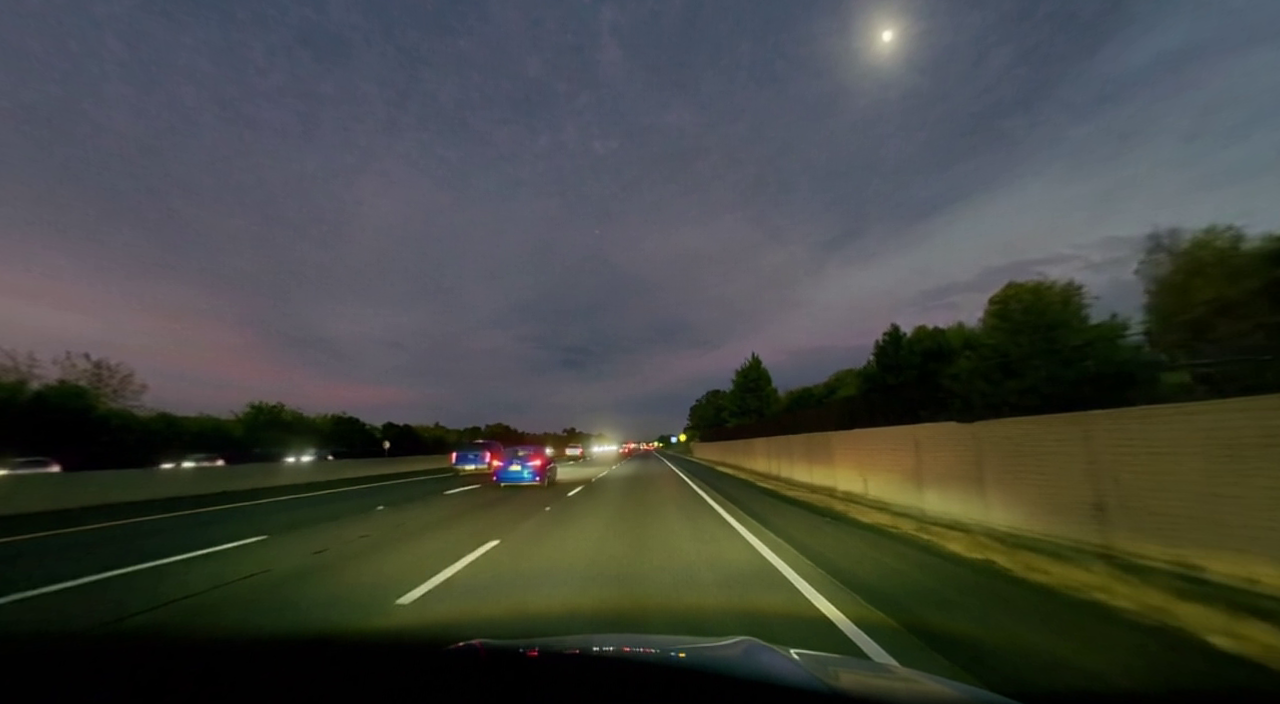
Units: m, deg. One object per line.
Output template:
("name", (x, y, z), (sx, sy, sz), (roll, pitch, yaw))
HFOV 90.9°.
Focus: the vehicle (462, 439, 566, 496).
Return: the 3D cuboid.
("vehicle", (-3.653, 3.444, 19.296), (2.081, 1.514, 4.943), (0, -8, 1))
